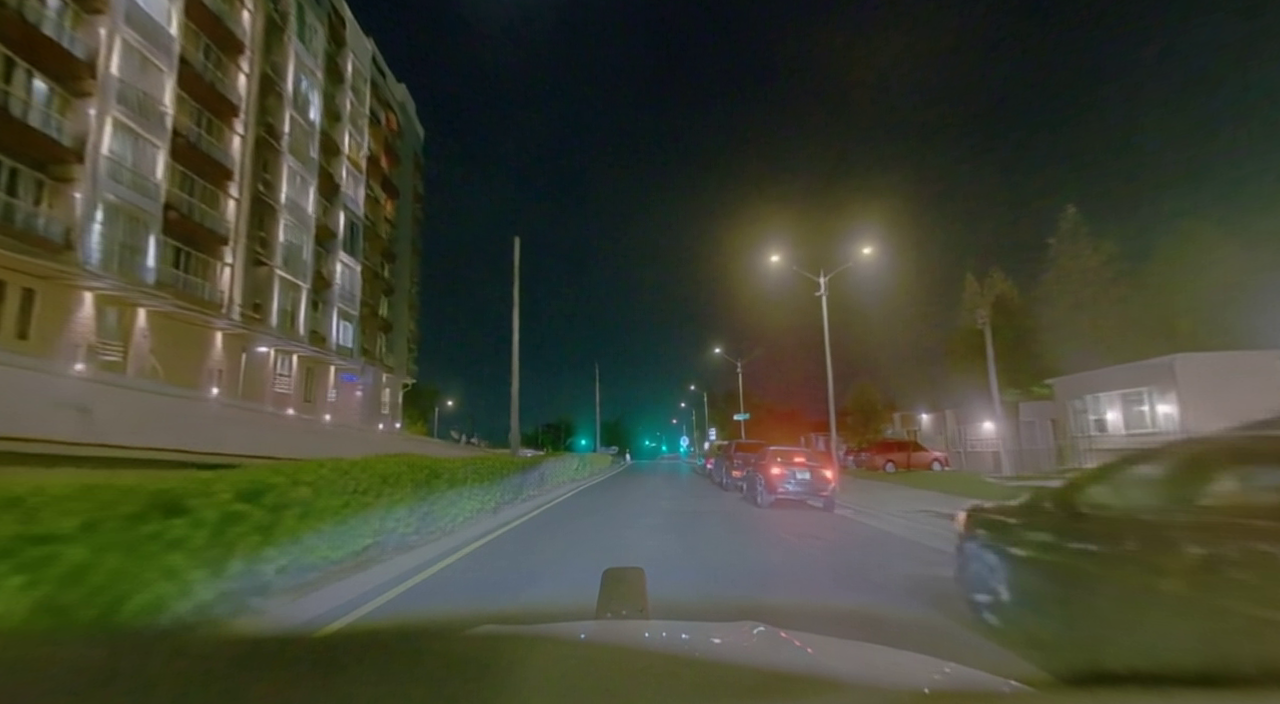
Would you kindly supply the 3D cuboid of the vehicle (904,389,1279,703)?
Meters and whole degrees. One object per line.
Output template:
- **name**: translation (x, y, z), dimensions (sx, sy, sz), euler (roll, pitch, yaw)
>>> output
- **vehicle**: translation (3.200, 0.966, 2.802), dimensions (2.024, 1.475, 4.565), euler (0, -9, -1)

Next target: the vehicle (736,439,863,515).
- **vehicle**: translation (3.434, 2.763, 14.475), dimensions (1.848, 1.442, 4.425), euler (-1, -9, 2)
